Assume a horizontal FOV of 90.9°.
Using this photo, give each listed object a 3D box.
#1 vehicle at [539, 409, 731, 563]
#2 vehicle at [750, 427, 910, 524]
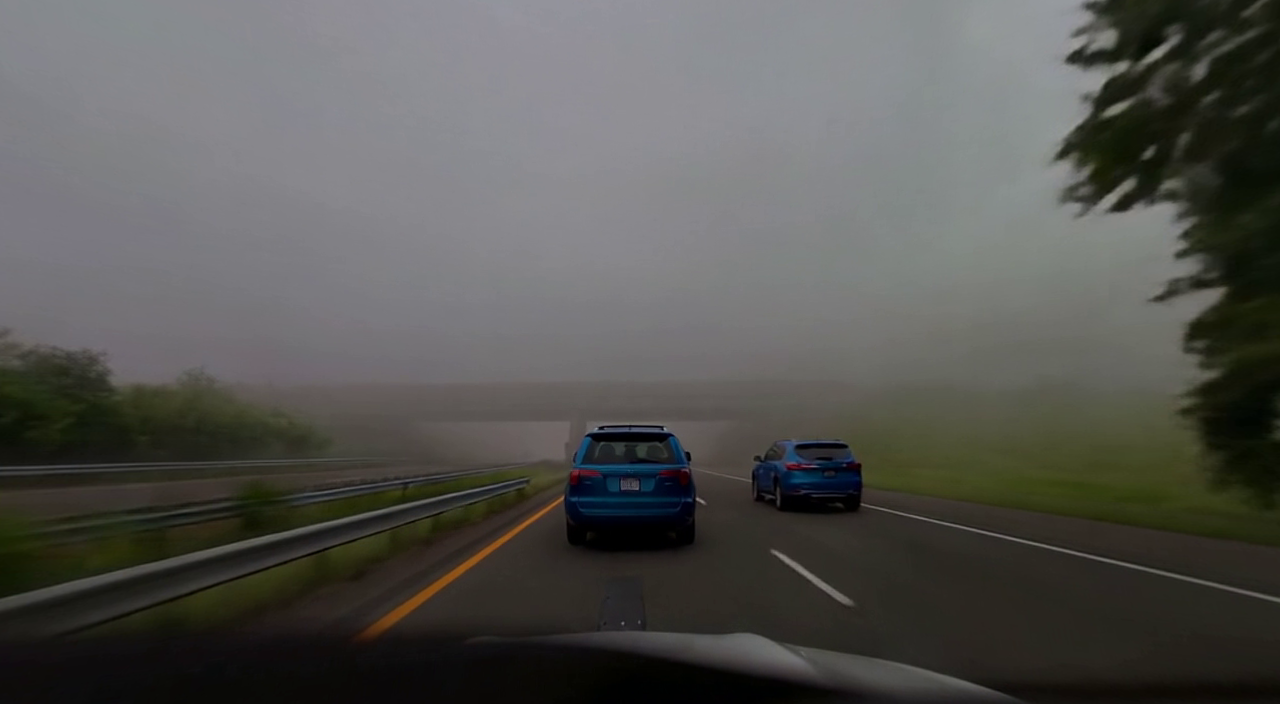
[{"bbox_3d":[-0.069,1.929,9.669,2.288,1.823,4.059,0,-9,0],"label":"vehicle"},{"bbox_3d":[3.923,2.650,14.031,2.043,1.767,4.620,0,-9,-1],"label":"vehicle"}]
